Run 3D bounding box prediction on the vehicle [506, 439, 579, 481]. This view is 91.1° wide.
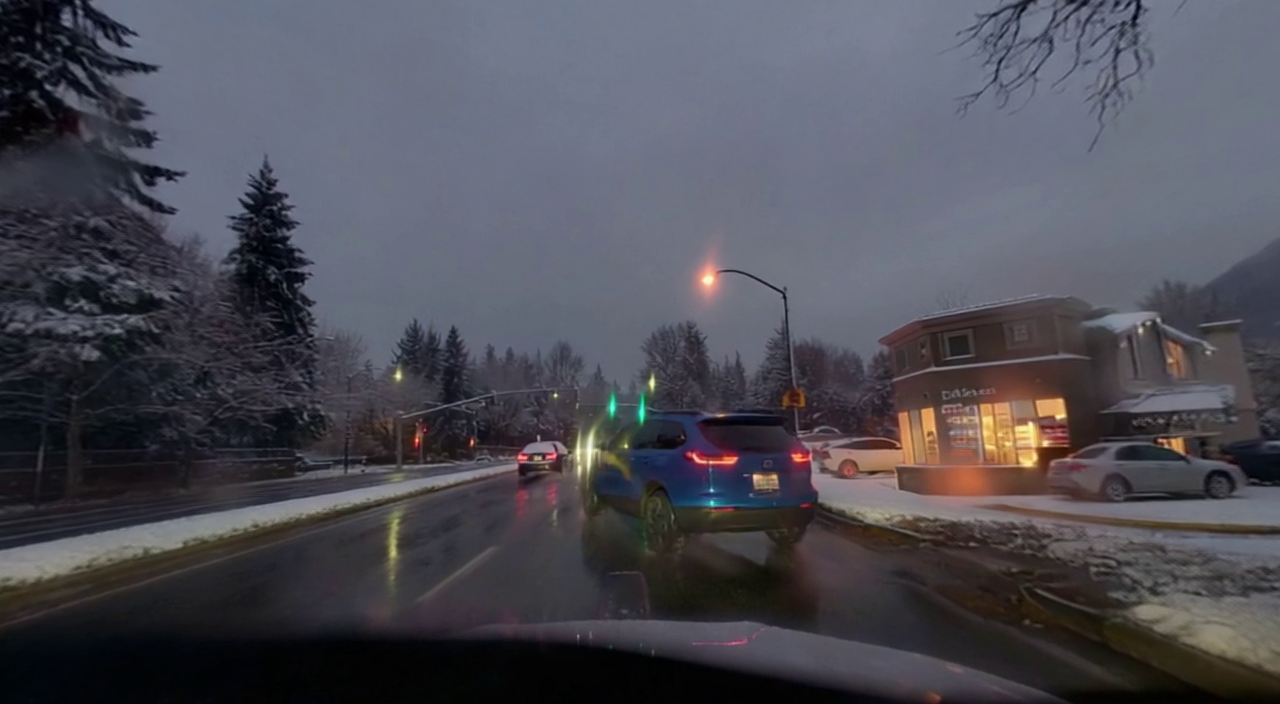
[{"bbox_3d":[-3.657,4.162,24.441,2.026,1.466,4.282,0,-8,2],"label":"vehicle"}]

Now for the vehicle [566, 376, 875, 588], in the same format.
[{"bbox_3d":[0.628,1.568,8.409,2.052,1.955,4.642,3,-9,-21],"label":"vehicle"}]

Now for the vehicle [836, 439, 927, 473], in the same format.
[{"bbox_3d":[12.130,5.216,31.598,3.811,1.557,1.800,1,-9,-10],"label":"vehicle"}]
